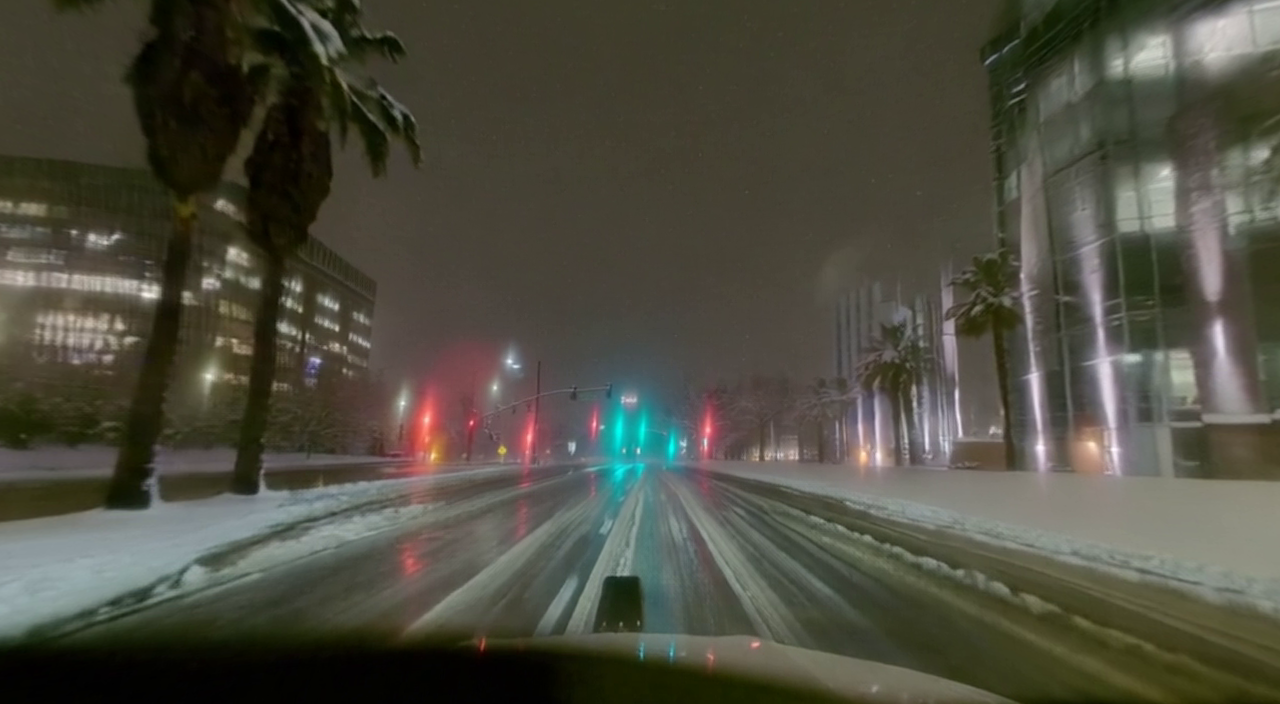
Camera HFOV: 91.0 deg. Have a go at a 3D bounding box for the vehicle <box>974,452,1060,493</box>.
[{"bbox_3d":[28.747,9.355,48.378,2.599,2.380,6.013,3,-17,-2],"label":"vehicle"}]
